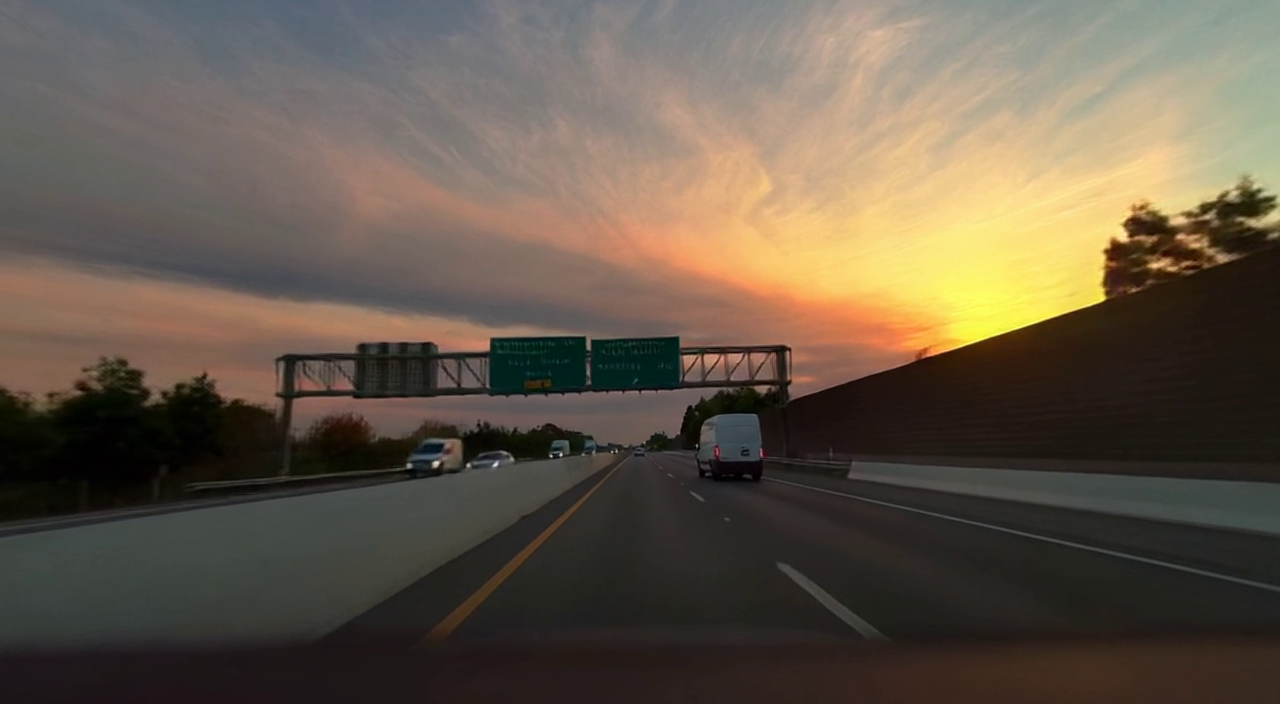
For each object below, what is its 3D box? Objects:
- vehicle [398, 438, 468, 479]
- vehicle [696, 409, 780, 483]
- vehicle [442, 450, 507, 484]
[{"bbox_3d":[-12.981,6.711,39.922,2.364,2.387,6.068,0,-9,0],"label":"vehicle"},{"bbox_3d":[4.072,4.128,27.574,2.449,2.805,6.763,0,-9,-1],"label":"vehicle"},{"bbox_3d":[-8.355,5.813,32.160,2.157,1.583,4.227,0,-9,1],"label":"vehicle"}]
